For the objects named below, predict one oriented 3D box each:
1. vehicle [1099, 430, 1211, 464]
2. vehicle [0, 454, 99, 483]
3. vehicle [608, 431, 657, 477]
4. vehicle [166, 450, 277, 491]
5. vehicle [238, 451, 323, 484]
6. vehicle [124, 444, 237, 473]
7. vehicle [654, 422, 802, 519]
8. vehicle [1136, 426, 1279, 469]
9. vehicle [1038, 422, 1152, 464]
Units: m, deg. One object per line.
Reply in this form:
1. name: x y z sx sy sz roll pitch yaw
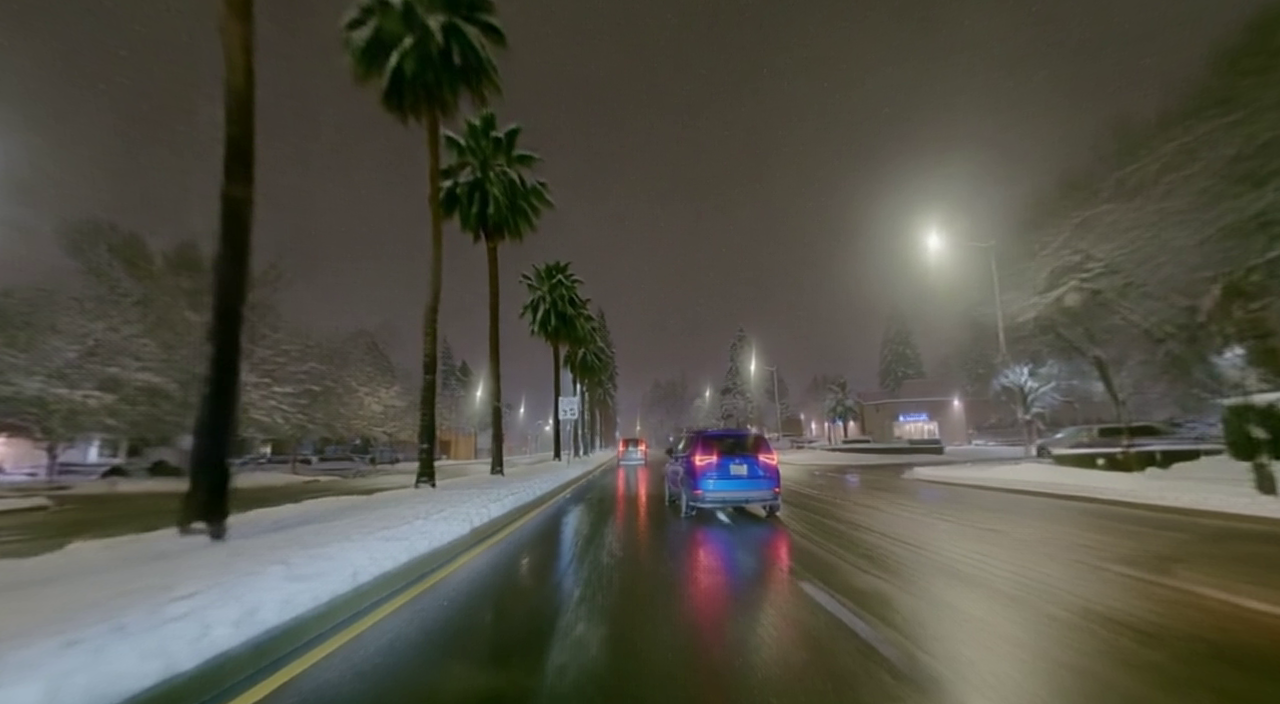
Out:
1. vehicle: 23.997 4.449 29.641 2.004 1.519 3.714 0 -8 -2
2. vehicle: -32.031 6.125 33.393 4.903 1.451 2.031 0 -8 -2
3. vehicle: -0.323 4.446 27.782 1.981 1.854 3.983 0 -8 0
4. vehicle: -19.731 5.580 30.092 2.029 1.723 4.639 0 -8 1
5. vehicle: -19.861 6.371 35.196 1.929 1.646 4.716 0 -8 0
6. vehicle: -31.597 7.333 43.618 5.741 1.939 2.483 0 -8 -2
7. vehicle: 1.612 2.410 13.396 2.239 1.693 4.301 0 -8 -4
8. vehicle: 26.481 4.564 29.783 2.023 1.704 4.841 -4 -10 -3
9. vehicle: 21.212 4.287 29.742 1.894 1.784 4.571 0 -8 0
